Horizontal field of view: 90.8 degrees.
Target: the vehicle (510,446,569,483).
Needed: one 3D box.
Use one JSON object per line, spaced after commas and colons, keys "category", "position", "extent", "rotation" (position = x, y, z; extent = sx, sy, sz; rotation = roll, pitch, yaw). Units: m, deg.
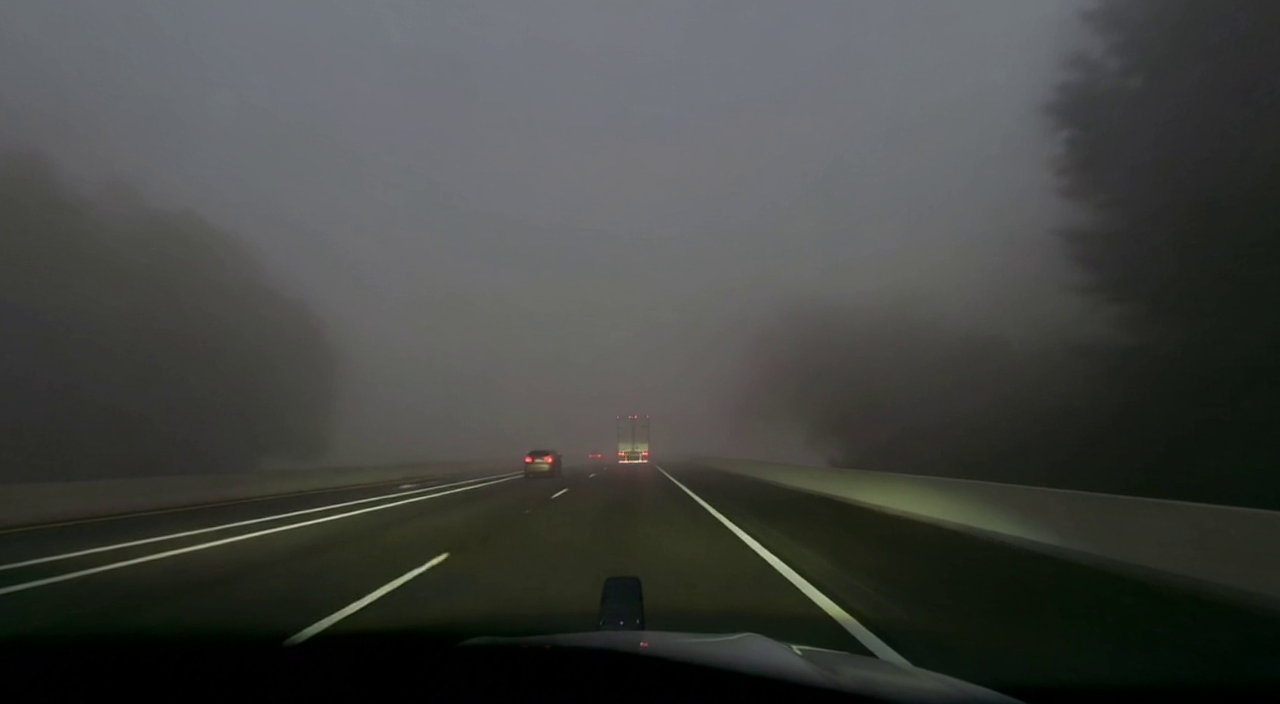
{"category": "vehicle", "position": [-4.424, 5.019, 28.438], "extent": [1.978, 1.507, 4.062], "rotation": [0, -9, 1]}
